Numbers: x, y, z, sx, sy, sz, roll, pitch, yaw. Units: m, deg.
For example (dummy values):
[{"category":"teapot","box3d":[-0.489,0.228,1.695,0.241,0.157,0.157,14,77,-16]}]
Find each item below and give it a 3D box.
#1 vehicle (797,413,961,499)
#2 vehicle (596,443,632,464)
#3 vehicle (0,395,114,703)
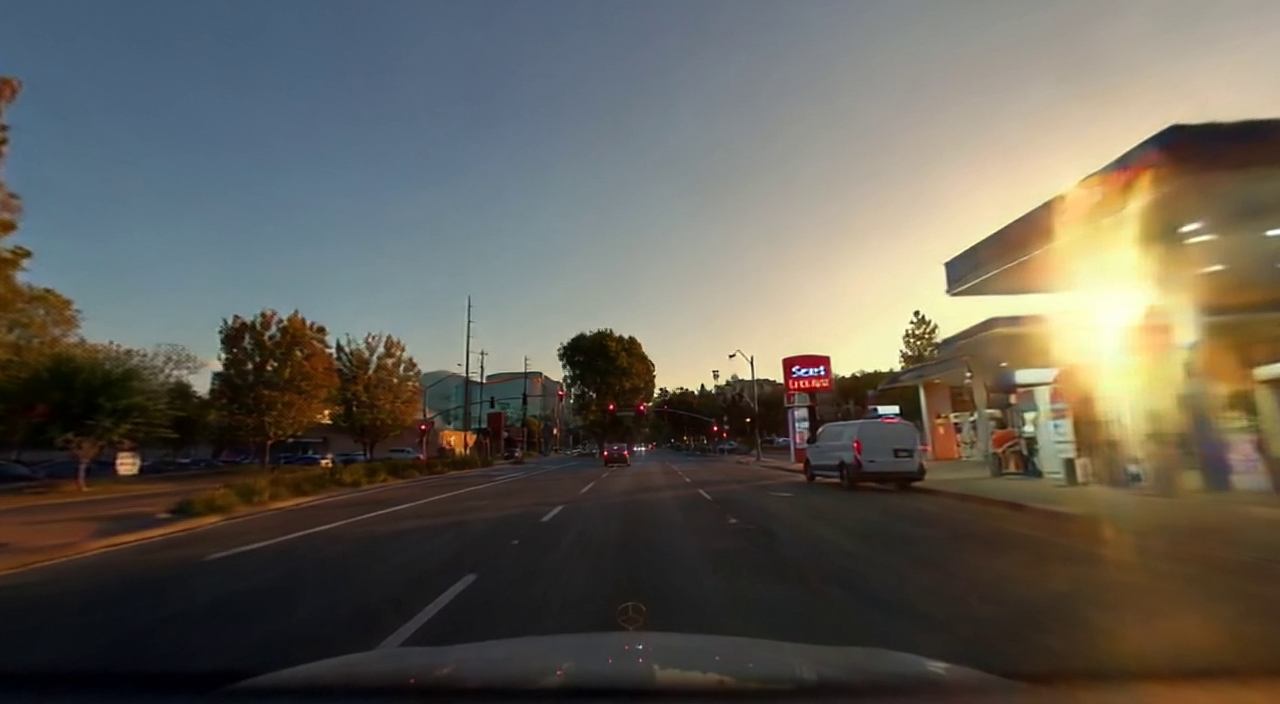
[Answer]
[{"category":"vehicle","box3d":[7.329,3.311,20.500,2.764,2.327,6.492,0,-8,0]},{"category":"vehicle","box3d":[-1.859,7.479,46.541,2.082,1.460,4.442,-1,-8,5]},{"category":"vehicle","box3d":[-3.384,0.646,0.559,2.018,1.470,4.346,0,-8,1]}]
